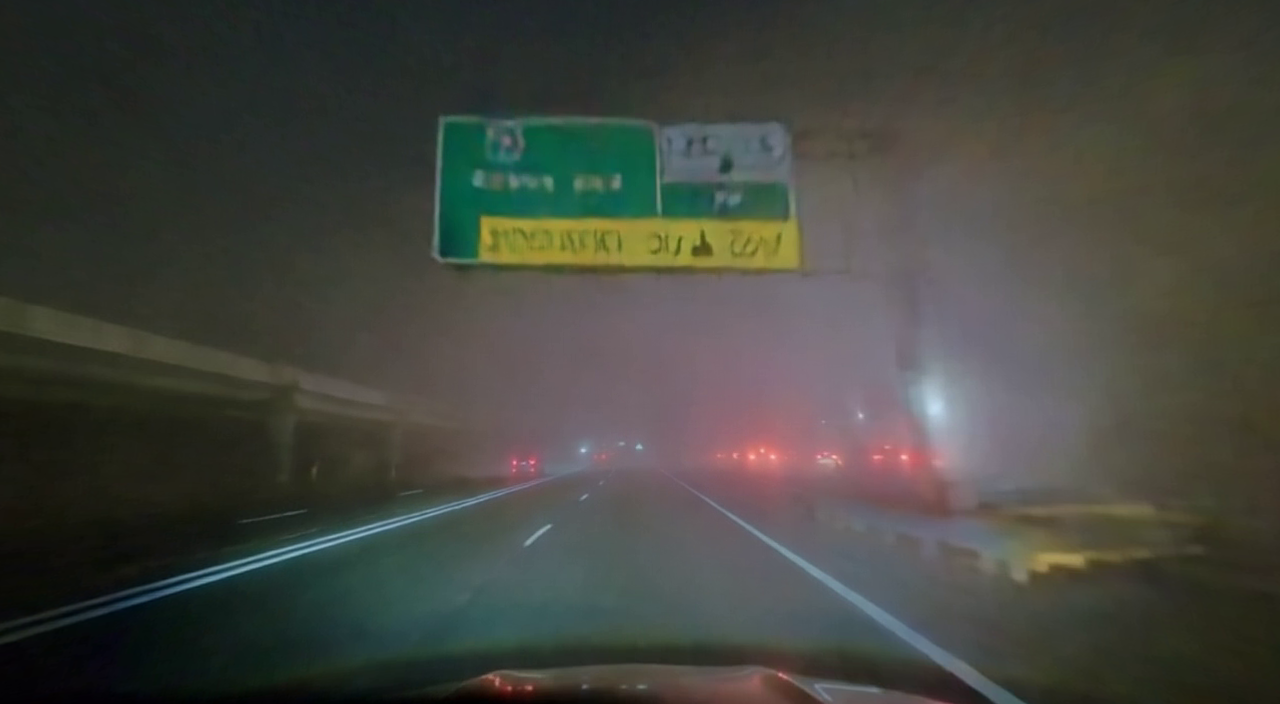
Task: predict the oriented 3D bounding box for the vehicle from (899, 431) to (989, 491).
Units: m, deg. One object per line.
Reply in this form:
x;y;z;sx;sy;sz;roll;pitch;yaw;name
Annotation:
18.644;6.673;39.020;2.594;3.362;5.549;1;-9;-1;vehicle

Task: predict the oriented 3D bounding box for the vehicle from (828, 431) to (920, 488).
15.790;7.316;43.384;2.635;3.459;9.104;1;-9;-1;vehicle
